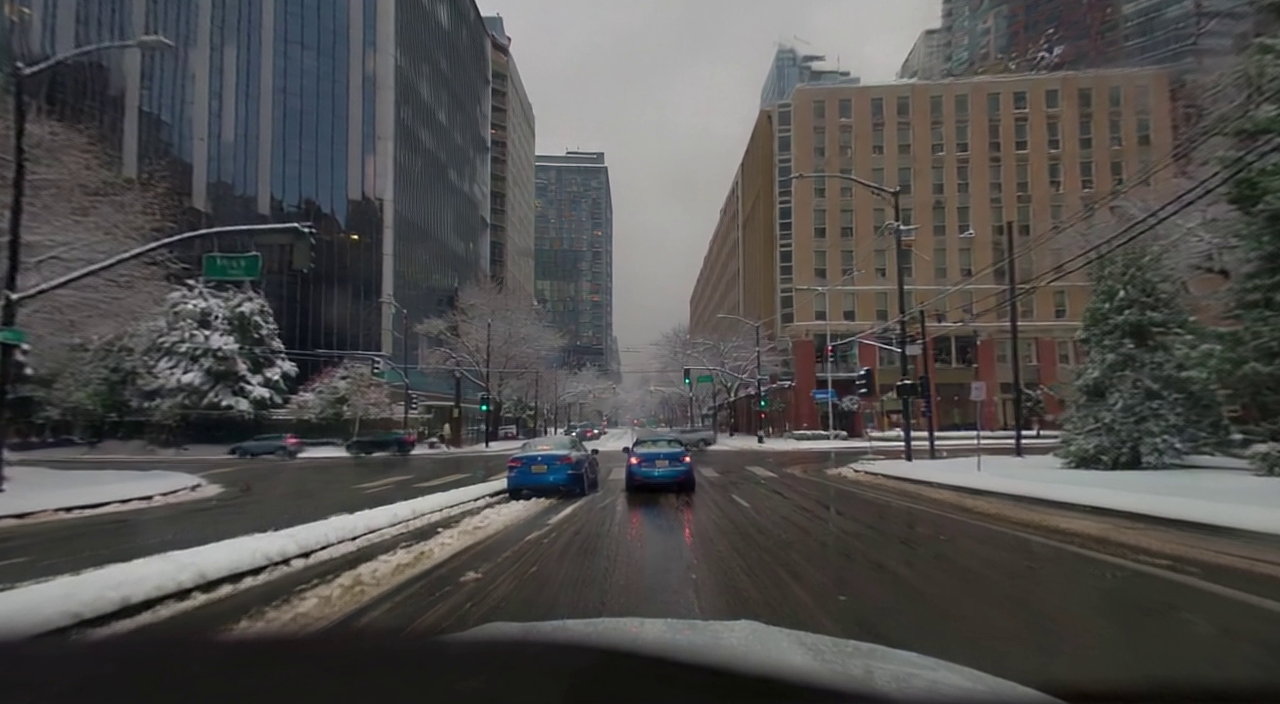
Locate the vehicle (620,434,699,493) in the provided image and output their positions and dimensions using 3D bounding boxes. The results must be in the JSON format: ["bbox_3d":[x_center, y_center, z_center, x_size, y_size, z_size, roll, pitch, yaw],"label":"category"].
[{"bbox_3d":[0.515,3.132,18.011,2.016,1.478,3.795,0,-8,1],"label":"vehicle"}]

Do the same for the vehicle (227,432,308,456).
[{"bbox_3d":[-26.688,6.602,45.426,4.410,1.656,2.302,2,-9,-12],"label":"vehicle"}]

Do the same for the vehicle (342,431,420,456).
[{"bbox_3d":[-17.898,6.342,43.813,4.694,1.677,1.847,2,-9,-12],"label":"vehicle"}]

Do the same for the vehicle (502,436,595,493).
[{"bbox_3d":[-2.584,3.317,19.077,1.995,1.479,4.627,0,-8,2],"label":"vehicle"}]
